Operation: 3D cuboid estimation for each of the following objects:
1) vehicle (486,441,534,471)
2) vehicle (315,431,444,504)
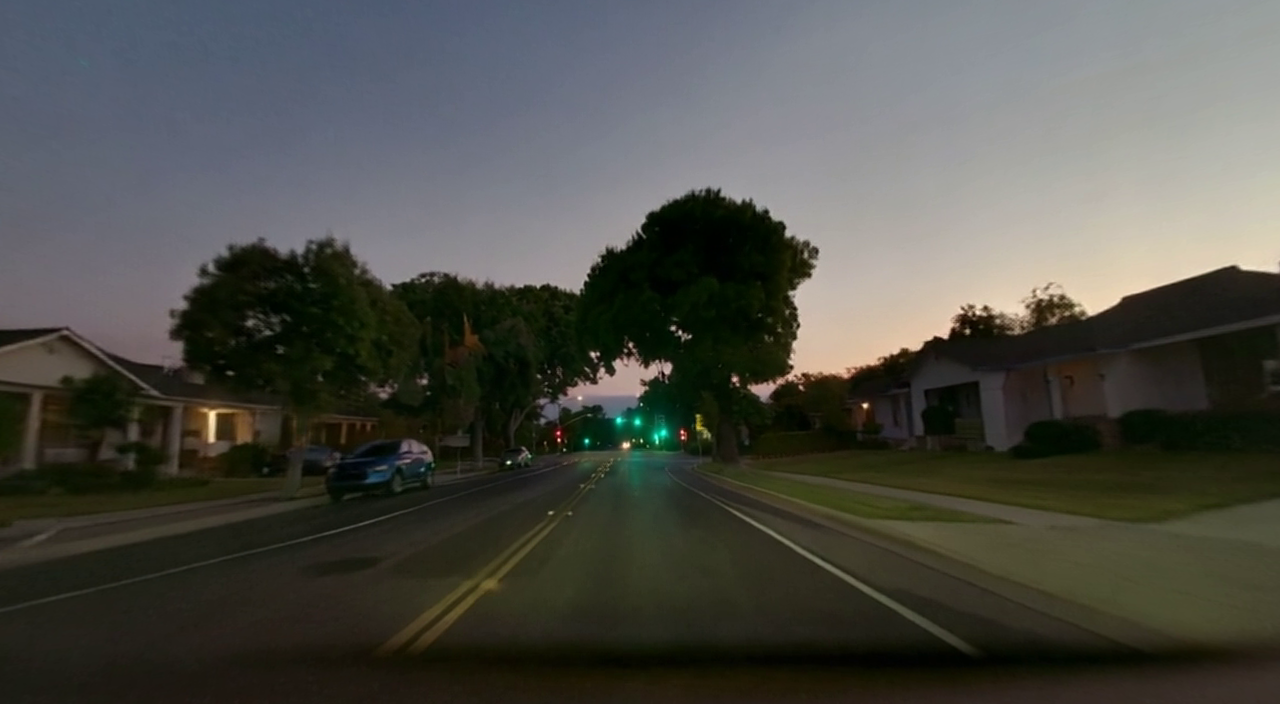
[{"bbox_3d":[-8.299,6.673,40.590,2.130,1.692,4.544,-3,-8,-1],"label":"vehicle"},{"bbox_3d":[-7.637,3.413,19.102,2.209,1.807,4.432,-2,-9,-3],"label":"vehicle"}]
